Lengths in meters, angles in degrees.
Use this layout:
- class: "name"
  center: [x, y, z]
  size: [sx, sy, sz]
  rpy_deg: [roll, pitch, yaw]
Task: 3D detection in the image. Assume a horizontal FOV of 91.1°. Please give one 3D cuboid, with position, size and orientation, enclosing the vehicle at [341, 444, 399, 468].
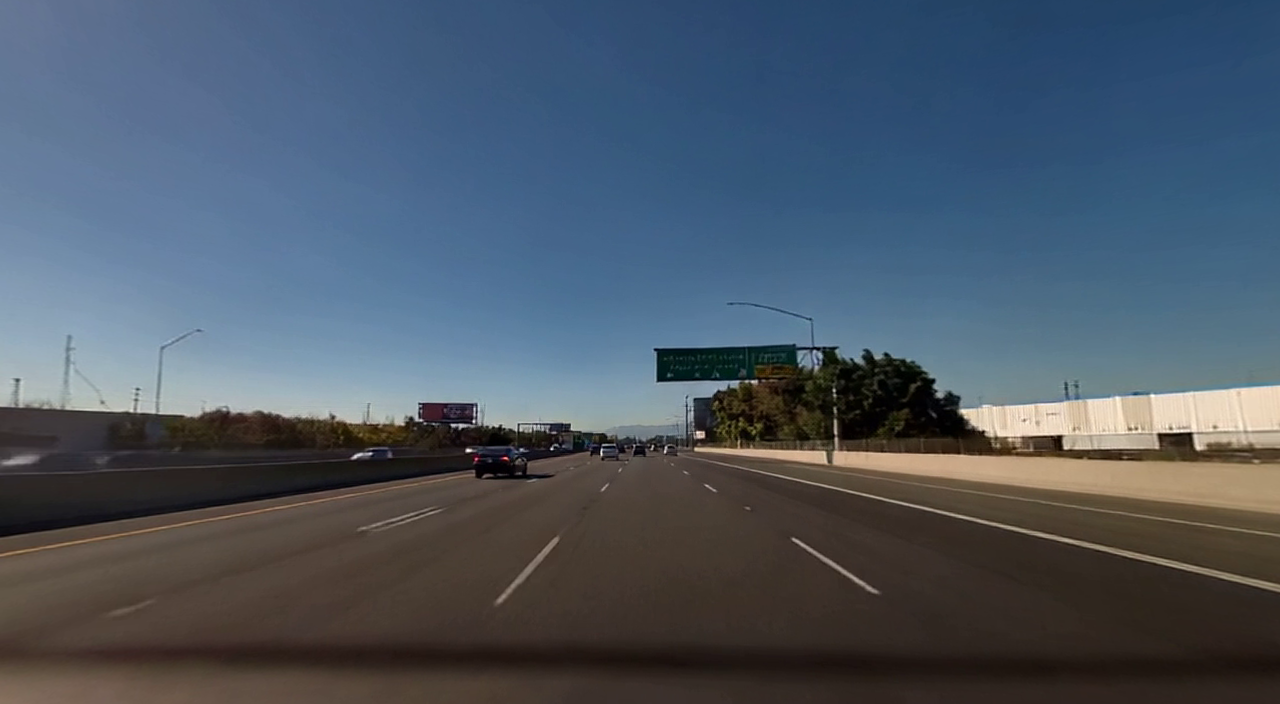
- class: "vehicle"
  center: [-18.825, 7.264, 44.023]
  size: [2.026, 1.607, 4.471]
  rpy_deg: [0, -9, 1]

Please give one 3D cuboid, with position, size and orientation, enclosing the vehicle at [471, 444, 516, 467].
- class: "vehicle"
  center: [-9.988, 7.087, 43.110]
  size: [1.974, 1.513, 4.584]
  rpy_deg: [0, -9, 0]
